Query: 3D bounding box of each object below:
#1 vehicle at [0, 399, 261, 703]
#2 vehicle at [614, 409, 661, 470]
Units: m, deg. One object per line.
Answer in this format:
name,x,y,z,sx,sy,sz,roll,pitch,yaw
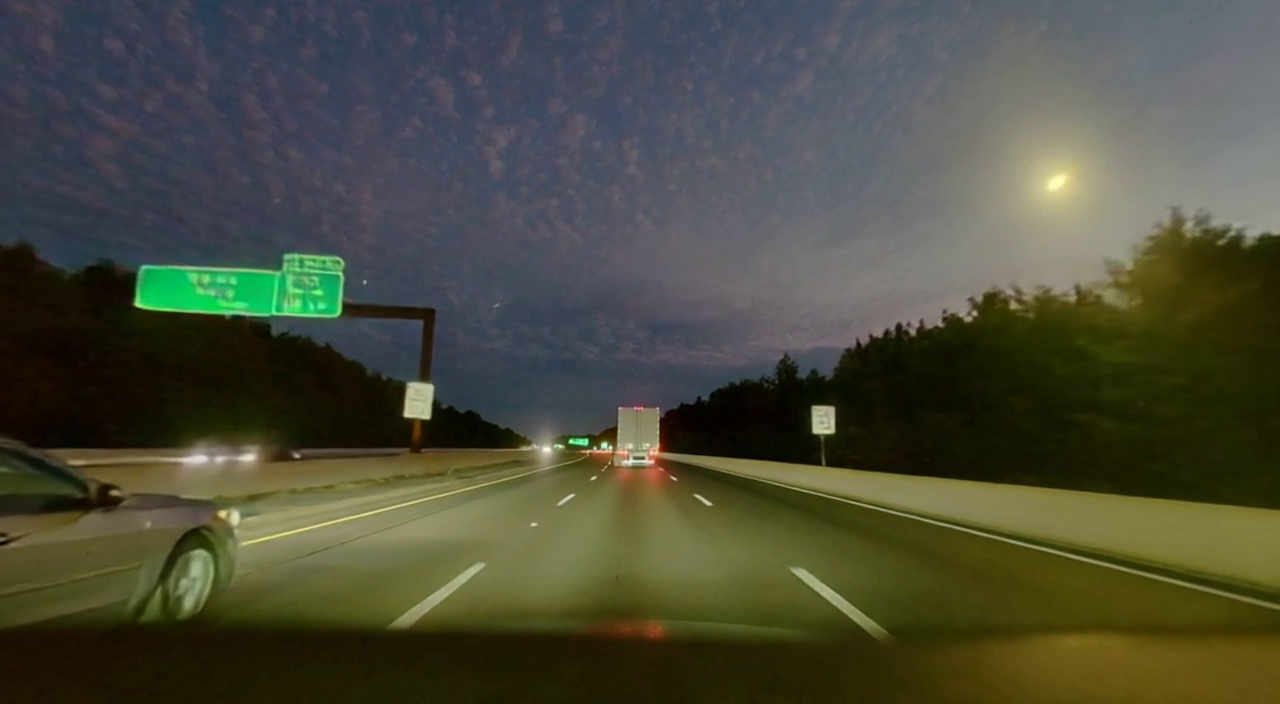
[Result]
vehicle,-3.828,0.866,2.152,2.080,1.488,4.781,0,-9,0
vehicle,-0.378,6.579,46.809,2.962,3.953,10.696,0,-9,-3
